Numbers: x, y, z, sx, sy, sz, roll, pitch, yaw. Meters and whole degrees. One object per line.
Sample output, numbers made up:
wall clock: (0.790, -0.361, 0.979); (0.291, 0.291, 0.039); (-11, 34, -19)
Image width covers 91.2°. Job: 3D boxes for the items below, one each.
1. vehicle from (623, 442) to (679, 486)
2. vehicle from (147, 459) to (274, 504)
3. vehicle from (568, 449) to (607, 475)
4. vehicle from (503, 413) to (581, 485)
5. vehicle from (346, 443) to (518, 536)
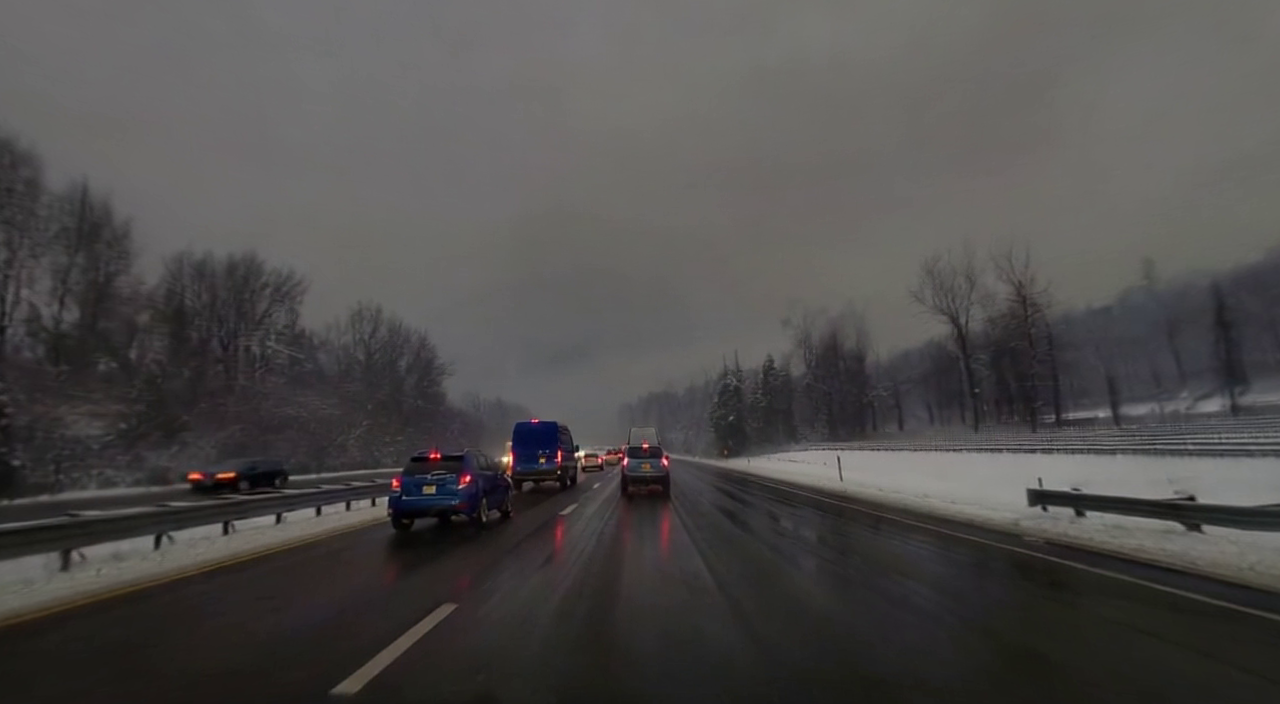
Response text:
vehicle: (0.444, 4.689, 26.409); (2.195, 1.679, 4.070); (0, -9, 0)
vehicle: (-17.104, 5.155, 25.276); (1.889, 1.537, 4.361); (-1, -9, 2)
vehicle: (-3.252, 6.923, 39.656); (2.015, 1.496, 4.312); (0, -9, 1)
vehicle: (-3.992, 4.129, 26.757); (2.275, 2.692, 5.810); (0, -9, 1)
vehicle: (-3.781, 2.550, 12.257); (1.977, 1.485, 3.973); (0, -9, 0)
